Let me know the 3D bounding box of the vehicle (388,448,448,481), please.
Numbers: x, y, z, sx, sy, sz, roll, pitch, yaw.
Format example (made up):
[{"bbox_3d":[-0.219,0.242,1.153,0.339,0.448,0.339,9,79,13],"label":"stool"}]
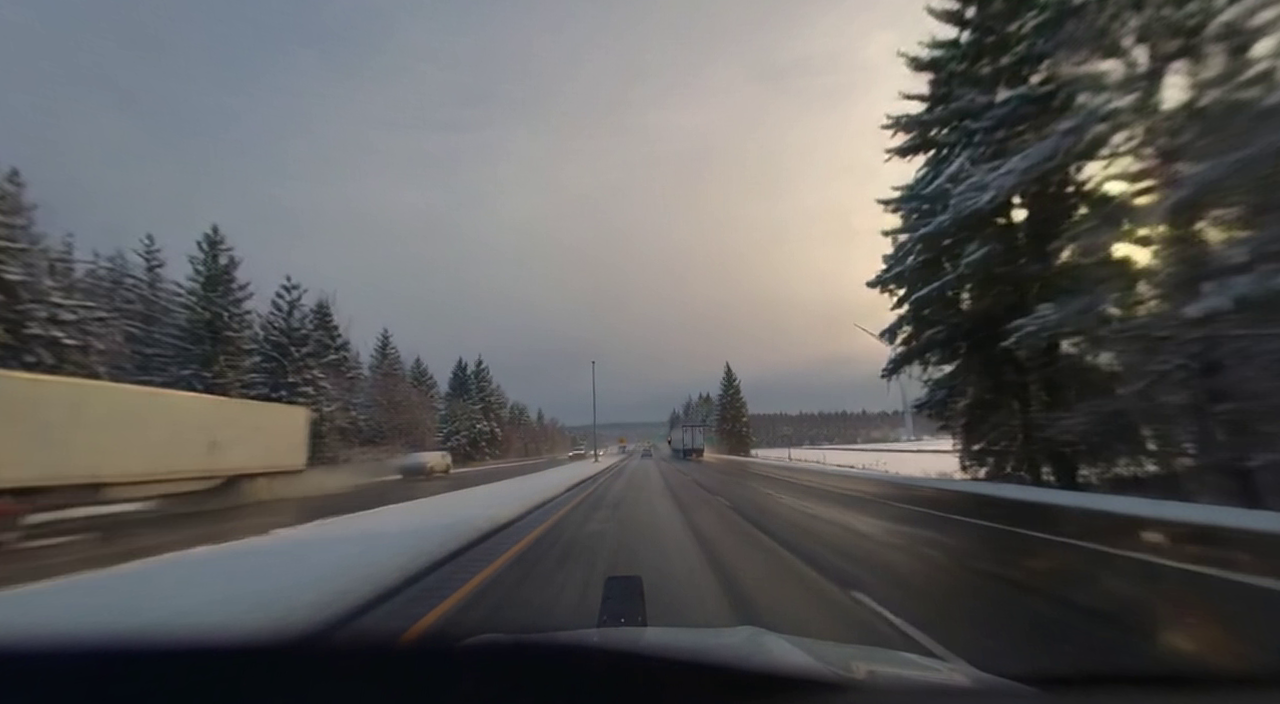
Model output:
[{"bbox_3d":[-14.666,7.448,42.019,2.094,1.999,4.762,-1,-9,2],"label":"vehicle"}]

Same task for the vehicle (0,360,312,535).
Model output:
[{"bbox_3d":[-16.265,3.180,20.613,2.905,4.067,14.085,-1,-9,3],"label":"vehicle"}]
